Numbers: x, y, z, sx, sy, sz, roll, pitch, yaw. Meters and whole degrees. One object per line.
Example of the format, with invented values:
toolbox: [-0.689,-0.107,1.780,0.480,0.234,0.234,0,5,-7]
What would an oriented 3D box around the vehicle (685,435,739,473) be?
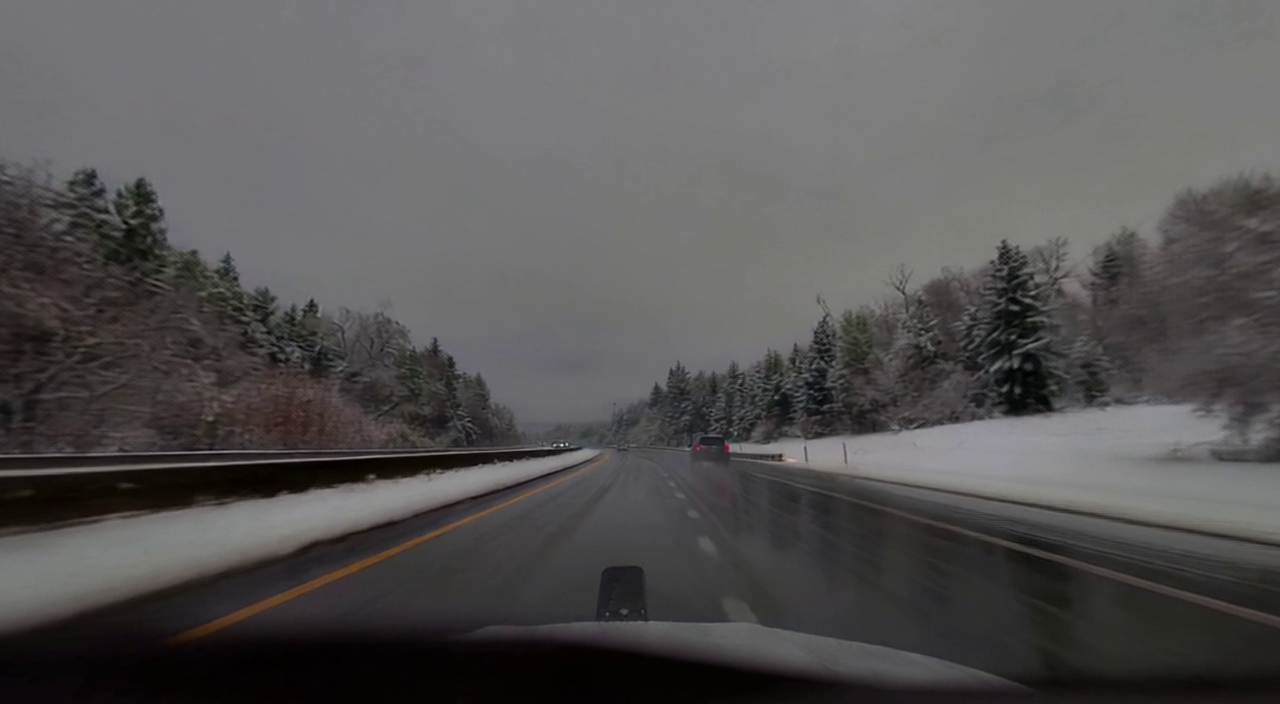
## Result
vehicle: [3.484,5.020,31.202,2.079,1.729,4.380,0,-8,-1]
